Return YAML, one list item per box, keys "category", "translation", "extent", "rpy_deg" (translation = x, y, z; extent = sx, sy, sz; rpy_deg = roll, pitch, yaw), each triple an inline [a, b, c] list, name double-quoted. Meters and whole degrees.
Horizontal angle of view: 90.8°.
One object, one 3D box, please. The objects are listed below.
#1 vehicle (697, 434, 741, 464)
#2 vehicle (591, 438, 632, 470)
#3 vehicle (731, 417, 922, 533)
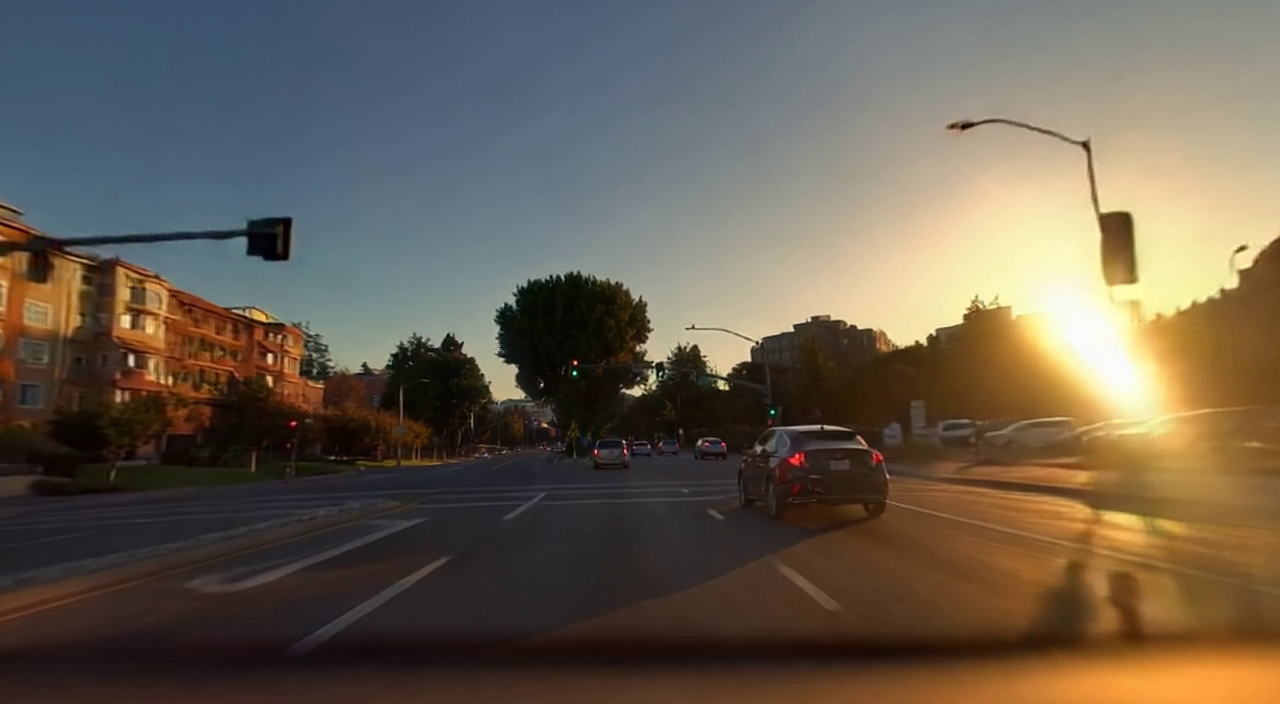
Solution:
- category: "vehicle"
  translation: [5.398, 6.738, 43.964]
  extent: [2.052, 1.886, 5.297]
  rpy_deg: [0, -8, -4]
- category: "vehicle"
  translation: [-1.513, 5.563, 34.606]
  extent: [2.101, 1.641, 4.341]
  rpy_deg: [0, -8, -2]
- category: "vehicle"
  translation: [3.095, 2.159, 11.698]
  extent: [1.893, 1.664, 4.670]
  rpy_deg: [0, -8, -3]
